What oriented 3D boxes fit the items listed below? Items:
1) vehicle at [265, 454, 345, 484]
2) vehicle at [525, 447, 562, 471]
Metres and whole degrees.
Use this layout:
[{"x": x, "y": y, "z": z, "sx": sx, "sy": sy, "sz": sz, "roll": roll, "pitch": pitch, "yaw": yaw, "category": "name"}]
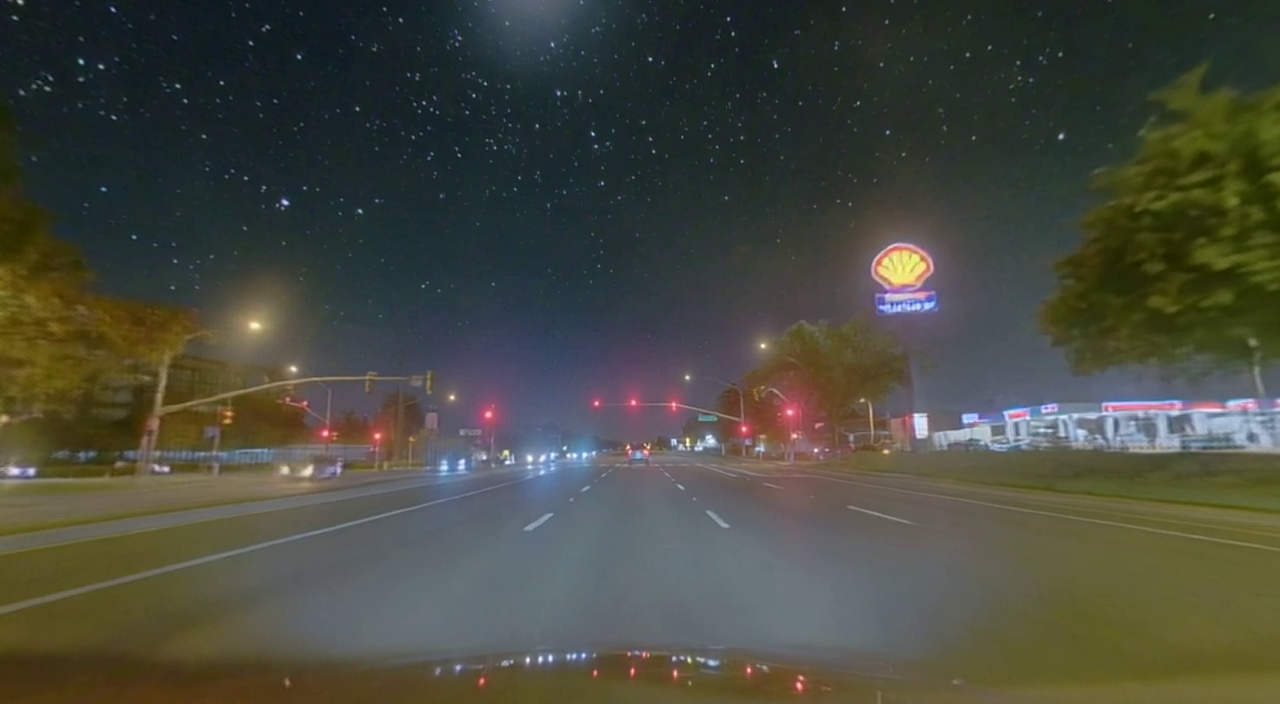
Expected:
[{"x": -18.830, "y": 6.547, "z": 35.767, "sx": 1.948, "sy": 1.507, "sz": 4.742, "roll": 0, "pitch": -8, "yaw": 0, "category": "vehicle"}, {"x": -6.613, "y": 7.348, "z": 43.743, "sx": 1.898, "sy": 1.539, "sz": 4.314, "roll": 0, "pitch": -8, "yaw": 0, "category": "vehicle"}]
